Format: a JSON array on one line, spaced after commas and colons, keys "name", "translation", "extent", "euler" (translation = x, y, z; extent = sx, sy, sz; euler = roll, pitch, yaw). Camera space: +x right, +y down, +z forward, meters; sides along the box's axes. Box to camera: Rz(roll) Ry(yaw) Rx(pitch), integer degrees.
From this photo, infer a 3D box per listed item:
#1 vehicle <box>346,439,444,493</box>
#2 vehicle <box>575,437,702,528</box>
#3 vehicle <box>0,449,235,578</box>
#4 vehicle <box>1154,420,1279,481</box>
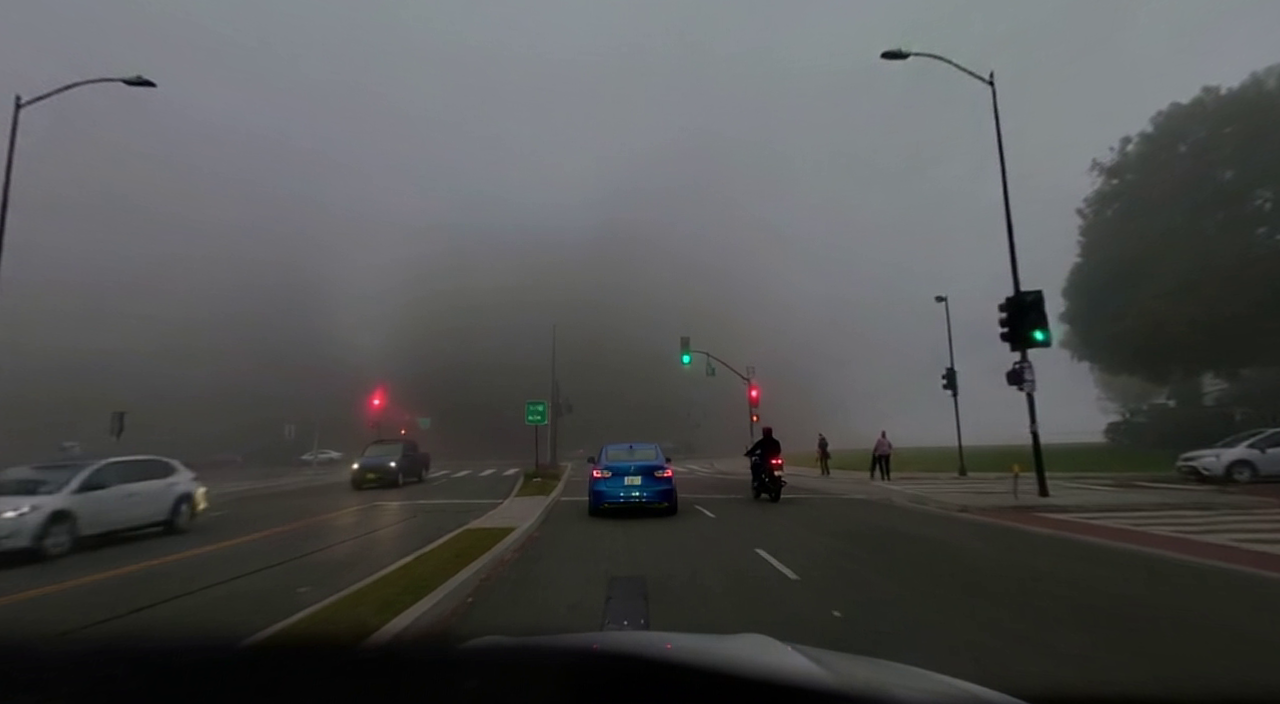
[{"name": "vehicle", "translation": [-8.587, 4.008, 22.531], "extent": [1.993, 1.692, 4.226], "euler": [0, -9, -3]}, {"name": "vehicle", "translation": [-0.136, 2.464, 12.523], "extent": [2.118, 1.480, 3.949], "euler": [0, -9, -3]}, {"name": "vehicle", "translation": [-8.563, 2.264, 9.678], "extent": [1.952, 1.487, 4.351], "euler": [0, -9, -3]}, {"name": "vehicle", "translation": [16.401, 2.475, 15.924], "extent": [5.007, 1.479, 1.866], "euler": [-6, -10, 32]}]
